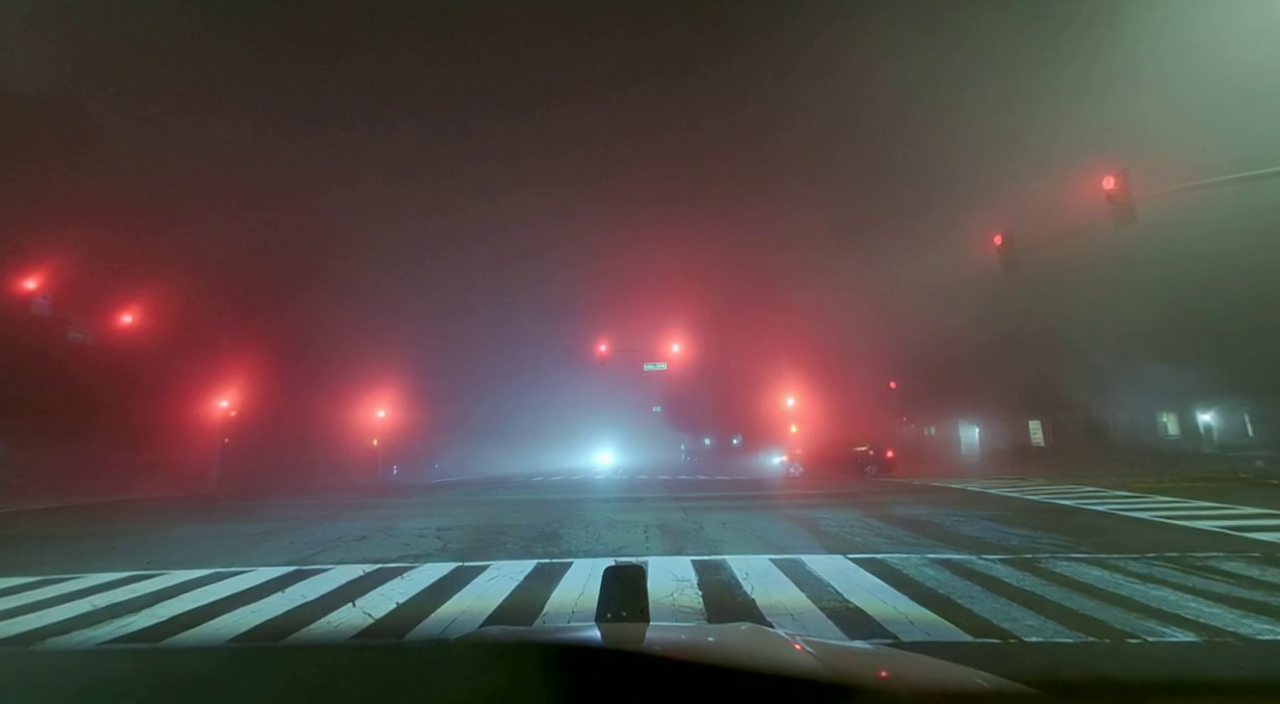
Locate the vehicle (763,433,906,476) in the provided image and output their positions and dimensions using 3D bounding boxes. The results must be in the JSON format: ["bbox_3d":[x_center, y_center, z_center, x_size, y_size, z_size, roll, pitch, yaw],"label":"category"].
[{"bbox_3d":[6.917,3.691,22.763,4.562,1.460,1.822,0,-8,-1],"label":"vehicle"}]
